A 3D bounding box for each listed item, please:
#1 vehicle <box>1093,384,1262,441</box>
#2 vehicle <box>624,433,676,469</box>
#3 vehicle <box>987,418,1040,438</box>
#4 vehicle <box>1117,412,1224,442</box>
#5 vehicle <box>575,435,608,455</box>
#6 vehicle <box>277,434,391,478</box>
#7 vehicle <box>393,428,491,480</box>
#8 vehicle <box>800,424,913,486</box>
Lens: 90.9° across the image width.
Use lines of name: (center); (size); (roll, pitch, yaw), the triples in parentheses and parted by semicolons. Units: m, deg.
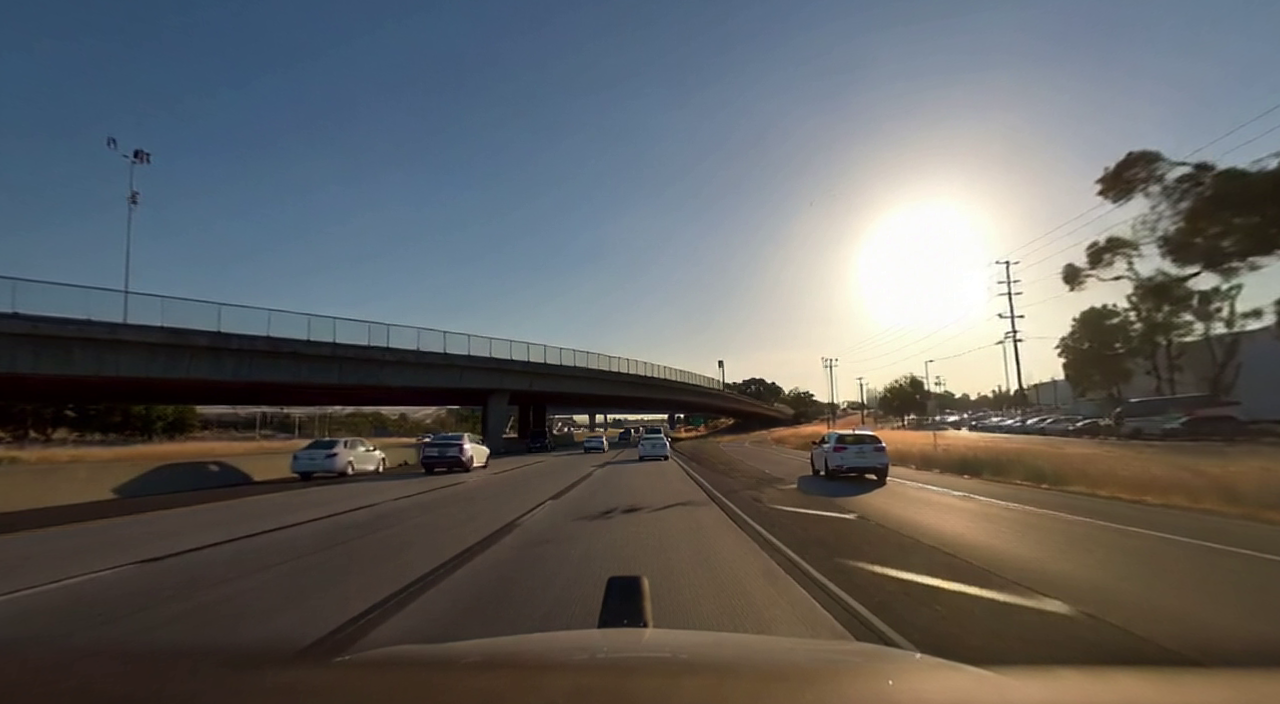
vehicle: (35.589, 4.058, 42.113); (7.901, 3.250, 2.763); (-5, -7, 14)
vehicle: (0.424, 4.439, 28.400); (2.145, 1.493, 4.146); (0, -9, 0)
vehicle: (29.049, 5.995, 49.221); (1.797, 1.435, 4.566); (-1, -9, 6)
vehicle: (27.151, 3.924, 32.523); (1.835, 1.438, 4.615); (-1, -9, 5)
vehicle: (-3.498, 6.855, 46.510); (2.056, 1.405, 4.273); (0, -8, 1)
vehicle: (-11.315, 3.876, 23.762); (1.858, 1.491, 4.734); (0, -9, 0)
vehicle: (-7.045, 3.683, 22.987); (2.067, 1.682, 4.388); (0, -9, 1)
vehicle: (6.541, 3.172, 19.683); (2.095, 1.674, 4.530); (0, -9, 3)
